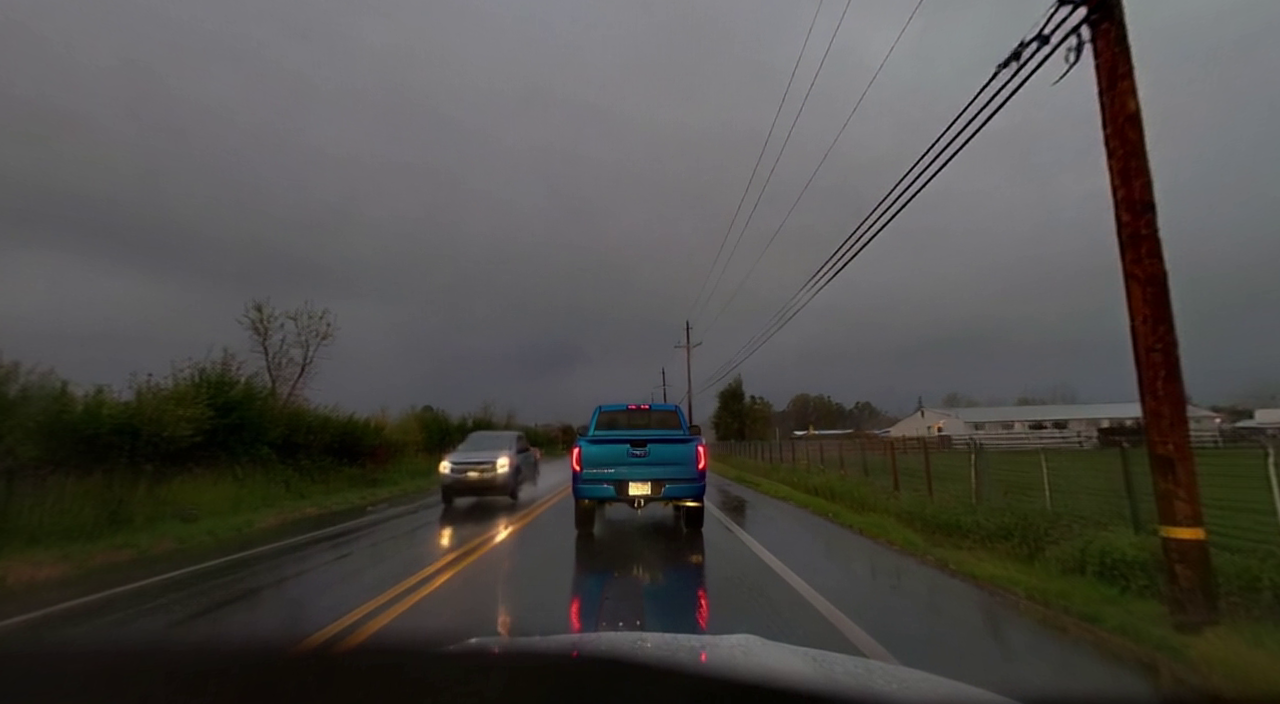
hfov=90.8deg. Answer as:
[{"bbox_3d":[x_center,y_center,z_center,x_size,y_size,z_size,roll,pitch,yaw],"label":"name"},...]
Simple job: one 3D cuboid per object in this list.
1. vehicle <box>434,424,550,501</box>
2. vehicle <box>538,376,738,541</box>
[{"bbox_3d":[-3.886,3.013,17.565,2.072,1.819,4.707,0,-8,0],"label":"vehicle"},{"bbox_3d":[-0.080,1.870,11.587,2.693,2.223,5.885,0,-8,-1],"label":"vehicle"}]
